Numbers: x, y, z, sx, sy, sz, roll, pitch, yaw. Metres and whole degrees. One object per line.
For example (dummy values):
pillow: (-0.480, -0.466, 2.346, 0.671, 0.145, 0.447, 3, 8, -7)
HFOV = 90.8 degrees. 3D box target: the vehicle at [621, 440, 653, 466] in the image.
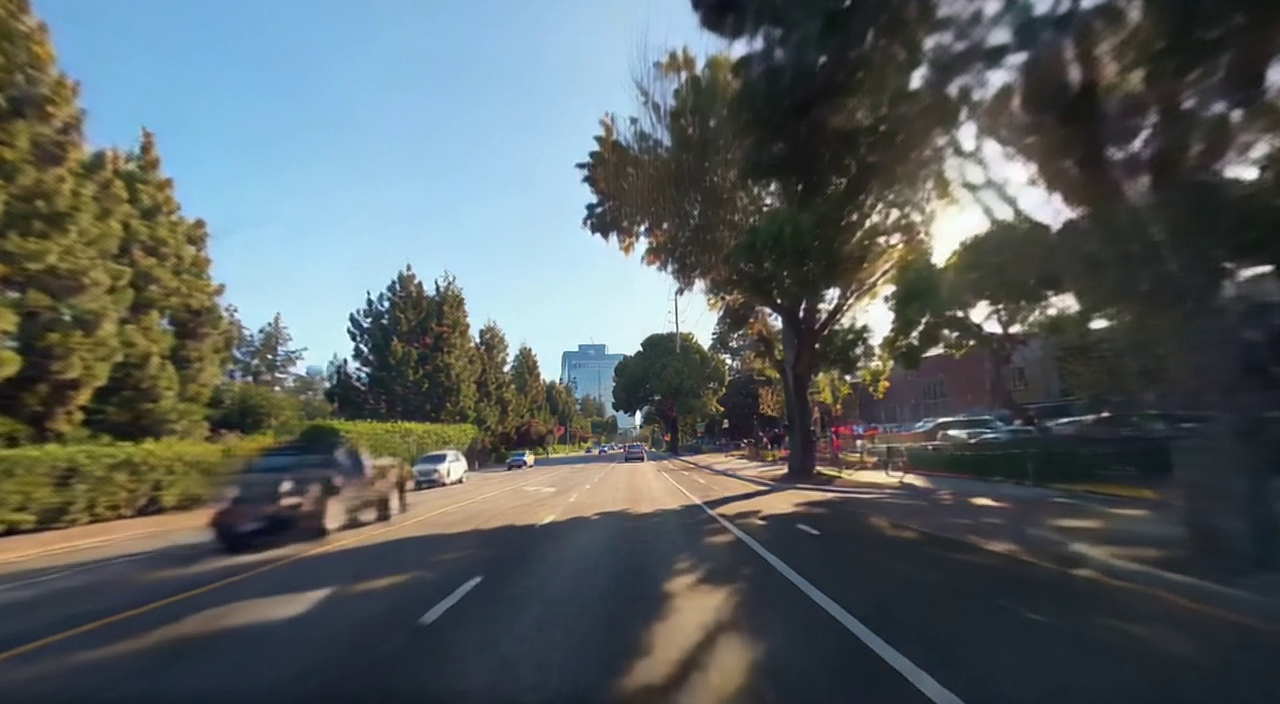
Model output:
vehicle: (-0.252, 7.204, 45.207, 2.163, 1.746, 4.073, 0, -8, -1)

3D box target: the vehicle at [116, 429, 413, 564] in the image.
vehicle: (-5.828, 2.256, 10.780, 2.143, 1.735, 4.737, -1, -8, 0)

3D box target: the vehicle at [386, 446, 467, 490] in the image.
vehicle: (-9.309, 5.046, 27.972, 2.084, 1.760, 4.438, 0, -8, -1)

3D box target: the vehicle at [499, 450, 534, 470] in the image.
vehicle: (-9.474, 8.284, 48.631, 1.867, 1.456, 4.251, -1, -8, 0)
